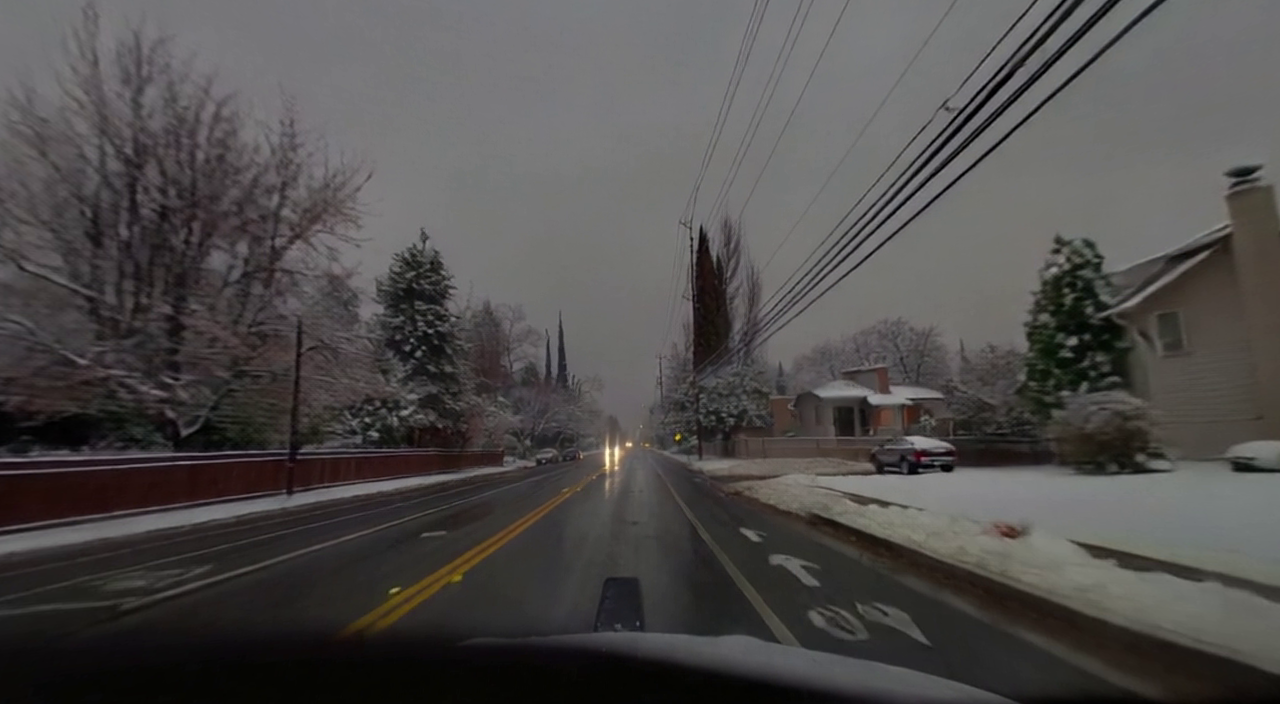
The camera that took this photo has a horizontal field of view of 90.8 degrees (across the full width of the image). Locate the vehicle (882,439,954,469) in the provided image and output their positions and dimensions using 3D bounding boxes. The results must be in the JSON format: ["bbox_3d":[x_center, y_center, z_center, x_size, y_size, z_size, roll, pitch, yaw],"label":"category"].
[{"bbox_3d":[14.672,5.375,33.620,1.810,1.470,4.551,0,-8,0],"label":"vehicle"}]
